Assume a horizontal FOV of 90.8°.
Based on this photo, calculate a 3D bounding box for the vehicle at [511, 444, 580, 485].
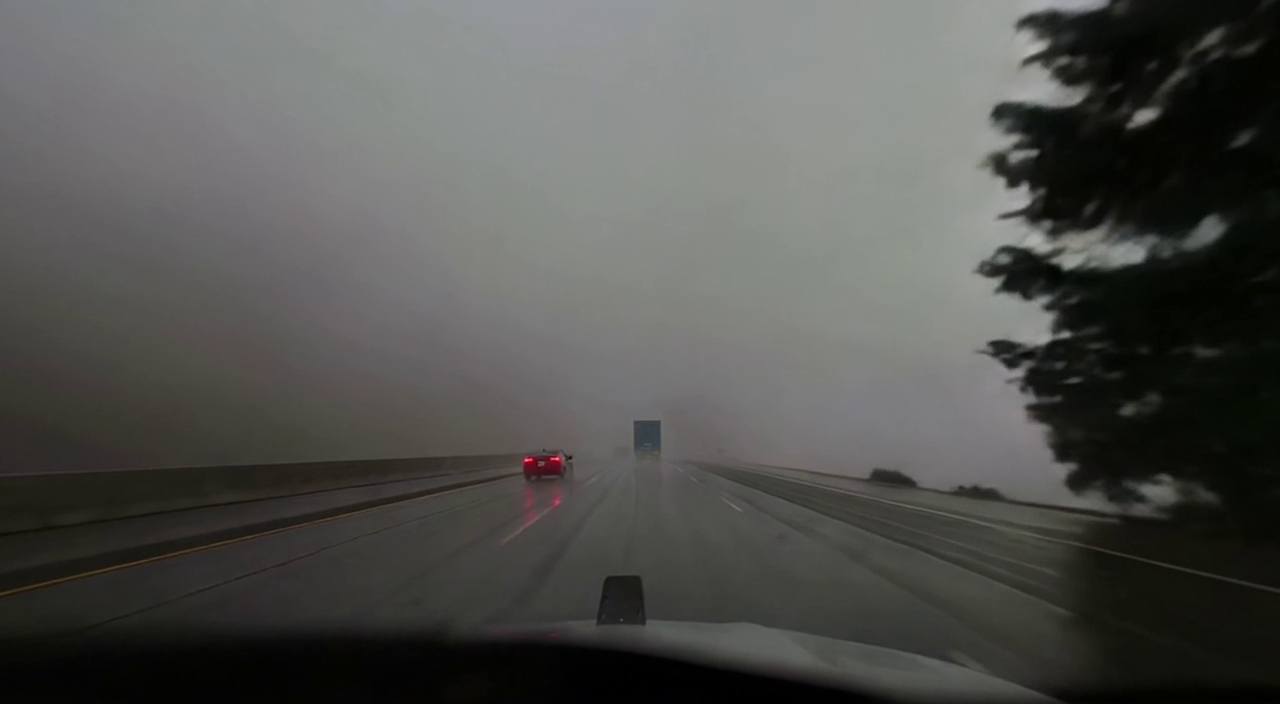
[{"bbox_3d":[-3.893,4.737,26.847,1.999,1.533,4.870,-1,-9,2],"label":"vehicle"}]
